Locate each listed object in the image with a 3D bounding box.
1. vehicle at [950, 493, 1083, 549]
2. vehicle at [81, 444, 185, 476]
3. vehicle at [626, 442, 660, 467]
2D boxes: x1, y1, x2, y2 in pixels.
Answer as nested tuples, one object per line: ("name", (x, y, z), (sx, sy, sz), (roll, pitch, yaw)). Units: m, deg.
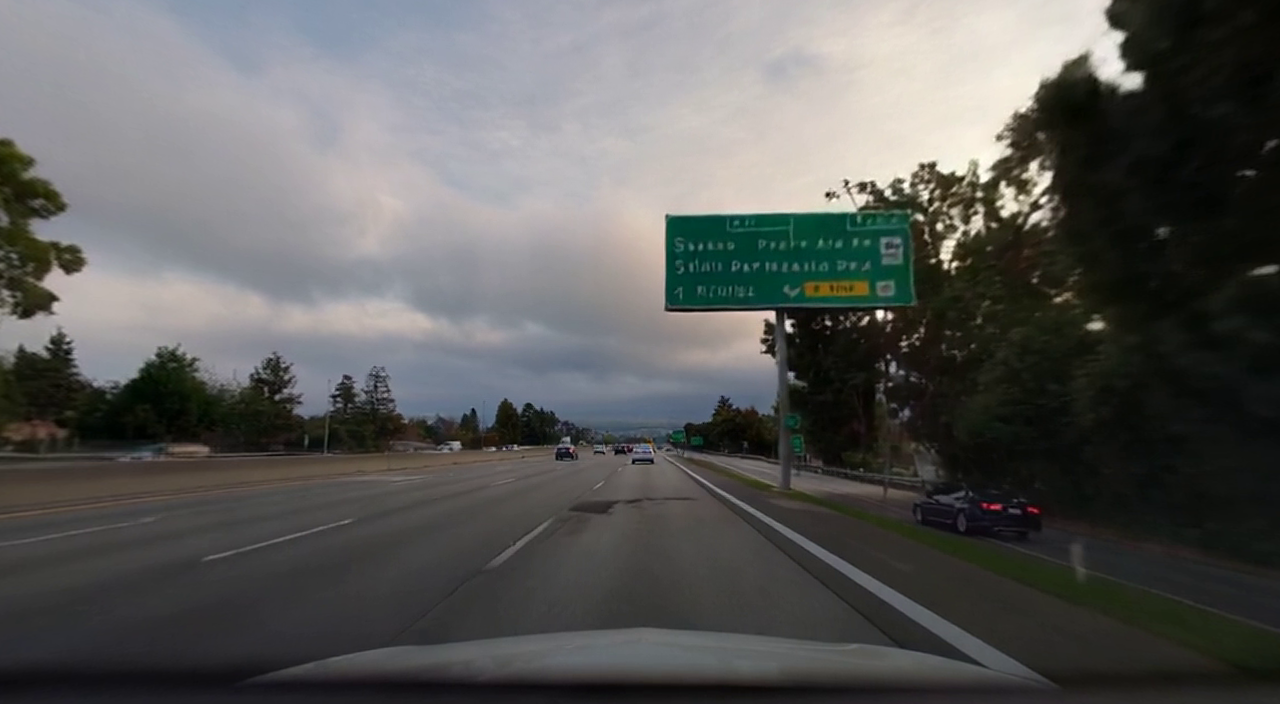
("vehicle", (18.379, 8.264, 31.300), (2.599, 1.962, 5.759), (1, -8, -6))
("vehicle", (-26.692, 5.654, 33.398), (1.907, 1.561, 4.287), (0, -8, 1))
("vehicle", (0.211, 6.401, 39.565), (2.051, 1.443, 3.770), (0, -8, 1))
